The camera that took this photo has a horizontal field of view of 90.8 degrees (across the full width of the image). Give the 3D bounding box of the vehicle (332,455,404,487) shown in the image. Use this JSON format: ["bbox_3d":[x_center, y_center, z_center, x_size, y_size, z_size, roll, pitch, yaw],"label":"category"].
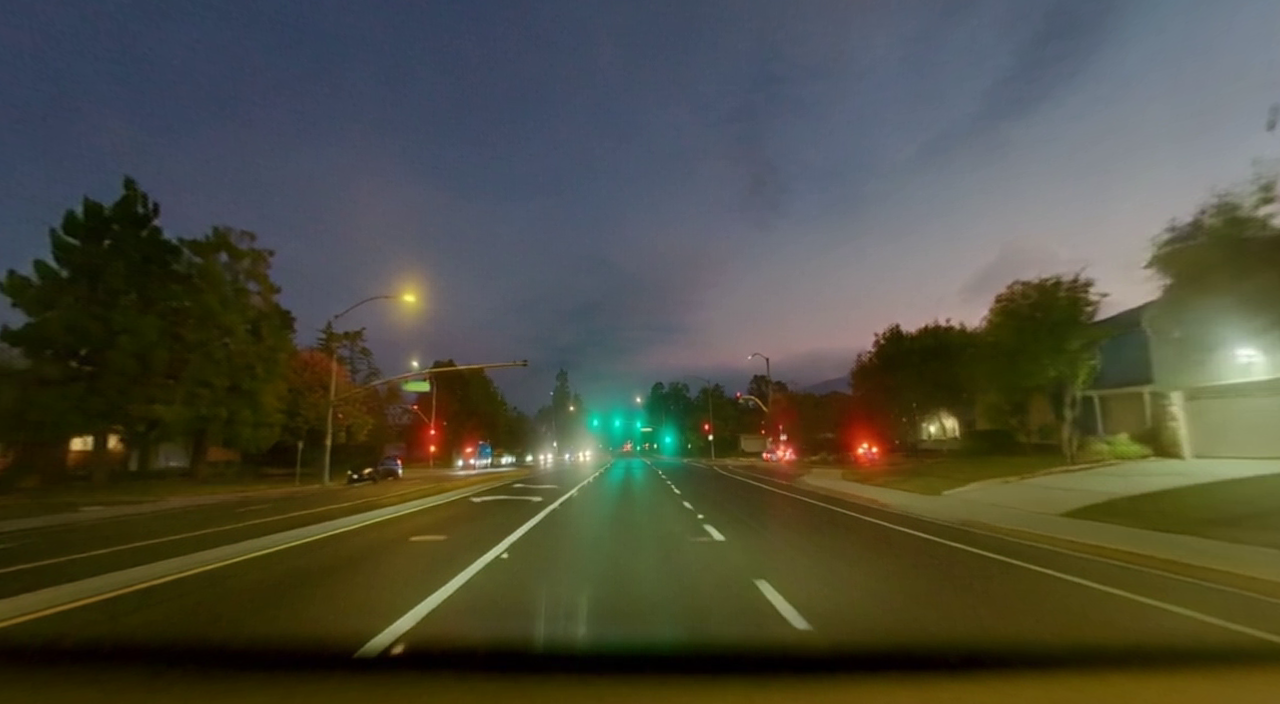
[{"bbox_3d":[-14.121,6.158,33.053,1.888,1.470,4.282,0,-9,0],"label":"vehicle"}]
